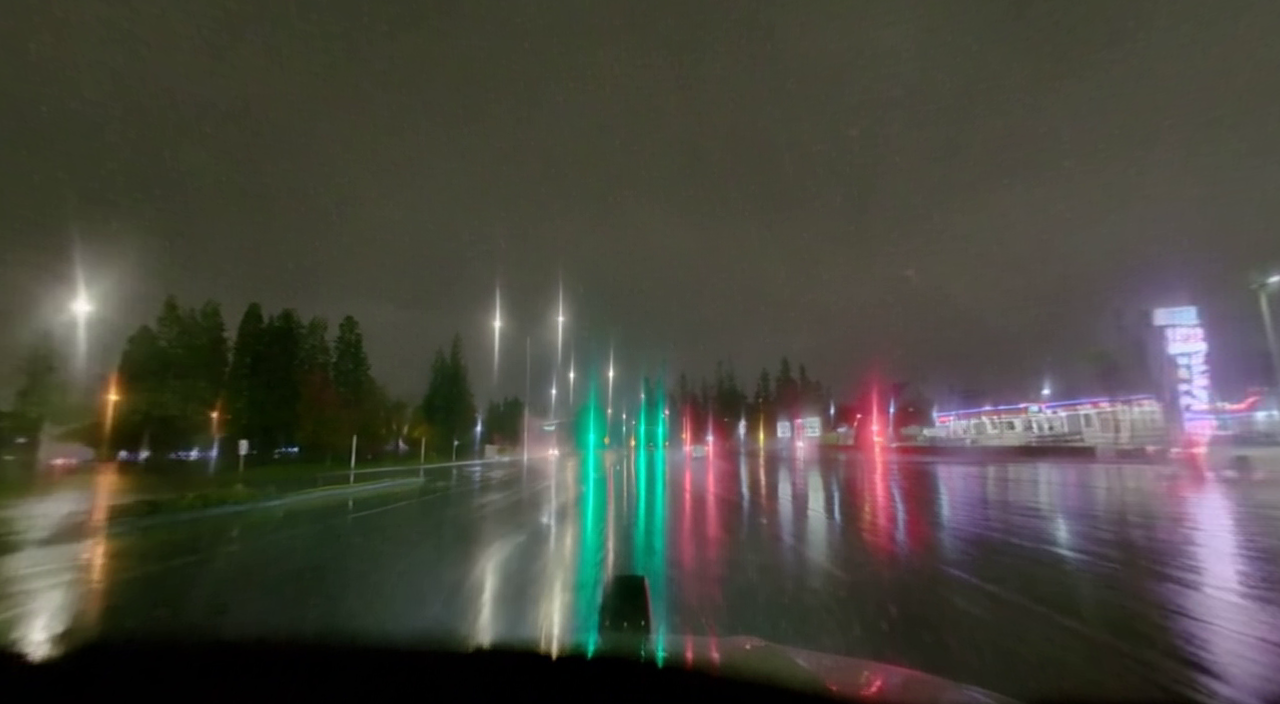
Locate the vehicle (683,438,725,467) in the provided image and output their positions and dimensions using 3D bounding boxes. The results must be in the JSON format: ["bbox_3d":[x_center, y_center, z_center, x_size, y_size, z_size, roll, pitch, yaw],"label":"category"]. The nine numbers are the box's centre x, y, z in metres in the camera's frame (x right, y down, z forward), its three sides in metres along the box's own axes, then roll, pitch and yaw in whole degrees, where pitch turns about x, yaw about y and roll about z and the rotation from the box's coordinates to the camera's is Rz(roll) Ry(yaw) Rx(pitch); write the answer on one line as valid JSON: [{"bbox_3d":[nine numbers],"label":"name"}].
[{"bbox_3d":[3.856,6.128,38.677,2.007,1.683,4.171,0,-8,-1],"label":"vehicle"}]

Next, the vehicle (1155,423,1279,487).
[{"bbox_3d":[16.695,2.682,16.640,4.233,1.562,2.143,0,-8,2],"label":"vehicle"}]
